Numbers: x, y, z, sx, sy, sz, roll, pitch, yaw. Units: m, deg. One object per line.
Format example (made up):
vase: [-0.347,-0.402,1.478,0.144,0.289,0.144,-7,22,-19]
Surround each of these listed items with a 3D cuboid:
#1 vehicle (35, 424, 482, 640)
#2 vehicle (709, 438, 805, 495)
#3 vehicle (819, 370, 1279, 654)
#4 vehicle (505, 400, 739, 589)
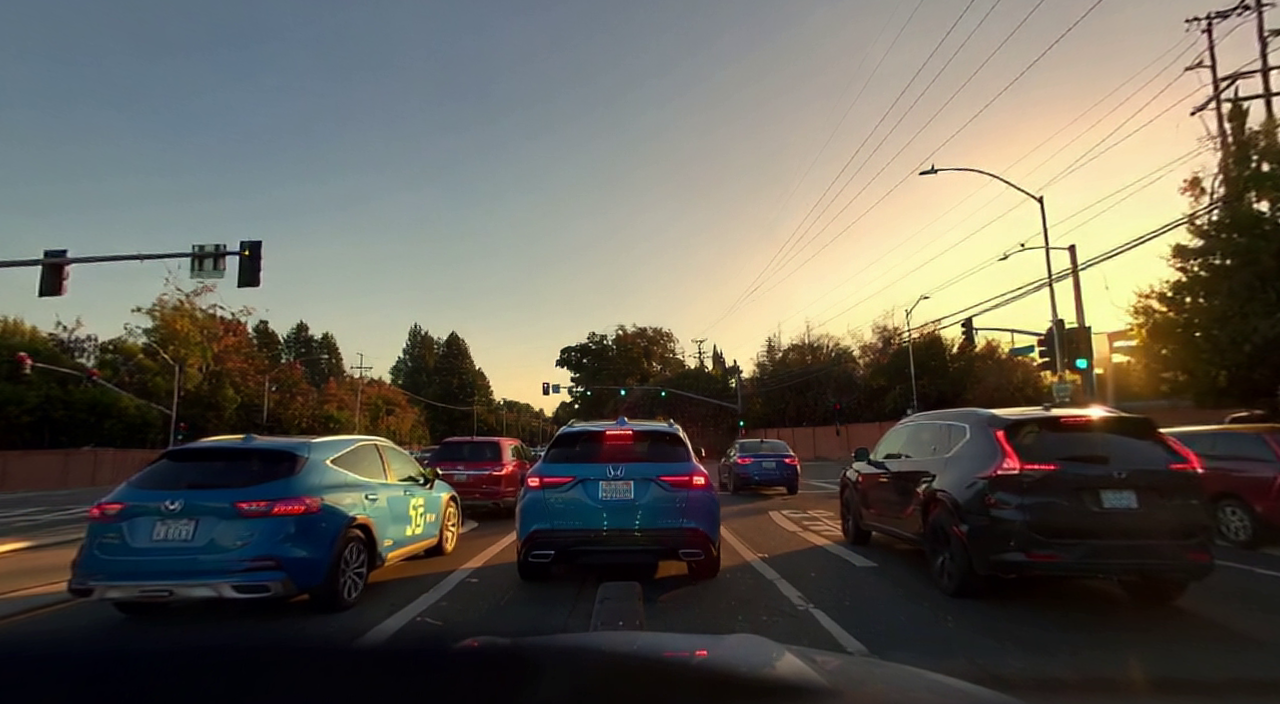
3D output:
vehicle: [-3.190,1.577,6.645,1.881,1.466,4.484,0,-9,0]
vehicle: [3.347,3.364,18.963,1.949,1.479,4.489,0,-9,-1]
vehicle: [3.517,1.350,6.366,1.999,1.789,4.583,0,-9,-1]
vehicle: [-0.134,1.605,7.862,2.111,1.712,4.078,0,-9,1]
